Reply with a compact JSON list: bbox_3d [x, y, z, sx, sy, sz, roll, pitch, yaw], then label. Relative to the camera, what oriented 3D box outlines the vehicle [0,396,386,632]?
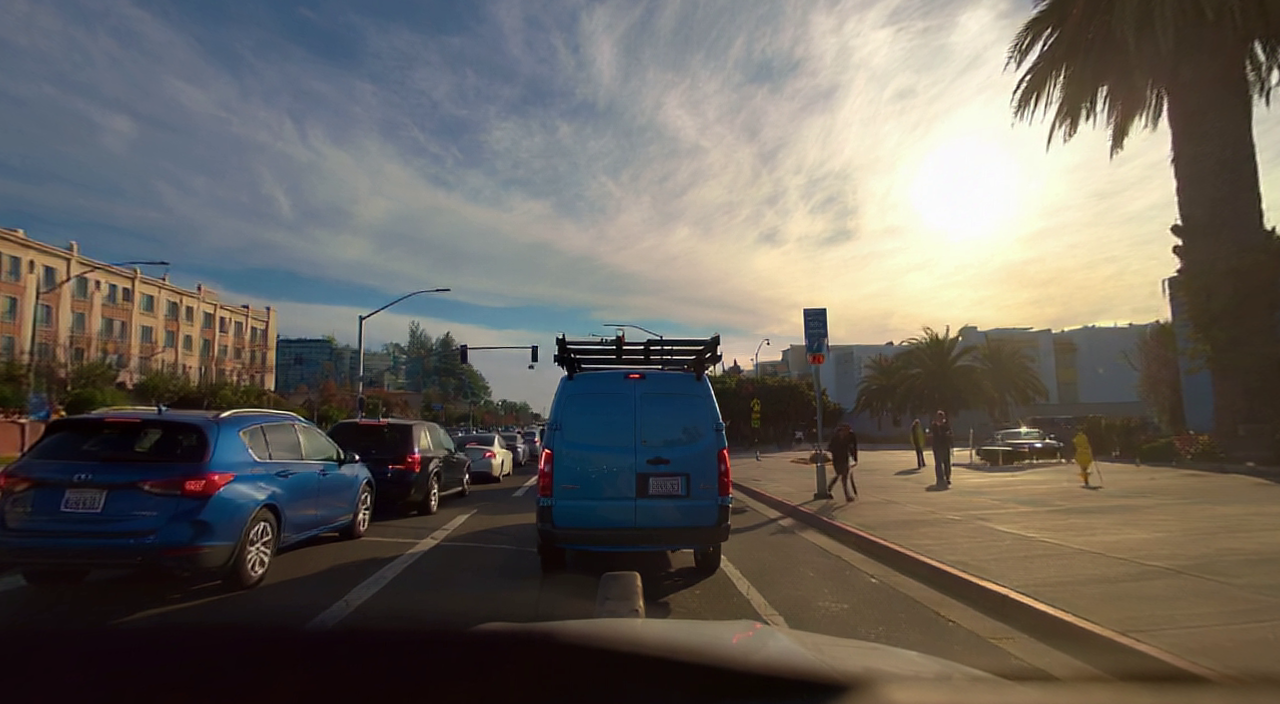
[{"bbox_3d":[-4.390,1.465,6.666,1.986,1.643,4.315,1,-9,-6],"label":"vehicle"}]

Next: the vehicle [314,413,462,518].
[{"bbox_3d":[-5.216,2.411,13.890,2.089,1.854,5.022,2,-9,-11],"label":"vehicle"}]

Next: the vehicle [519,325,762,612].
[{"bbox_3d":[-0.199,1.216,7.186,1.902,2.238,4.263,1,-9,-6],"label":"vehicle"}]

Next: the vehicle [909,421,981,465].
[{"bbox_3d":[12.637,3.762,26.044,2.046,1.675,3.924,-6,-10,33],"label":"vehicle"}]

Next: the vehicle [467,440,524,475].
[{"bbox_3d":[-6.844,4.891,29.577,1.818,1.479,4.428,4,-9,-22],"label":"vehicle"}]

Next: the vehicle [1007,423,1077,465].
[{"bbox_3d":[15.790,3.617,24.721,2.048,1.475,3.972,-6,-10,34],"label":"vehicle"}]
